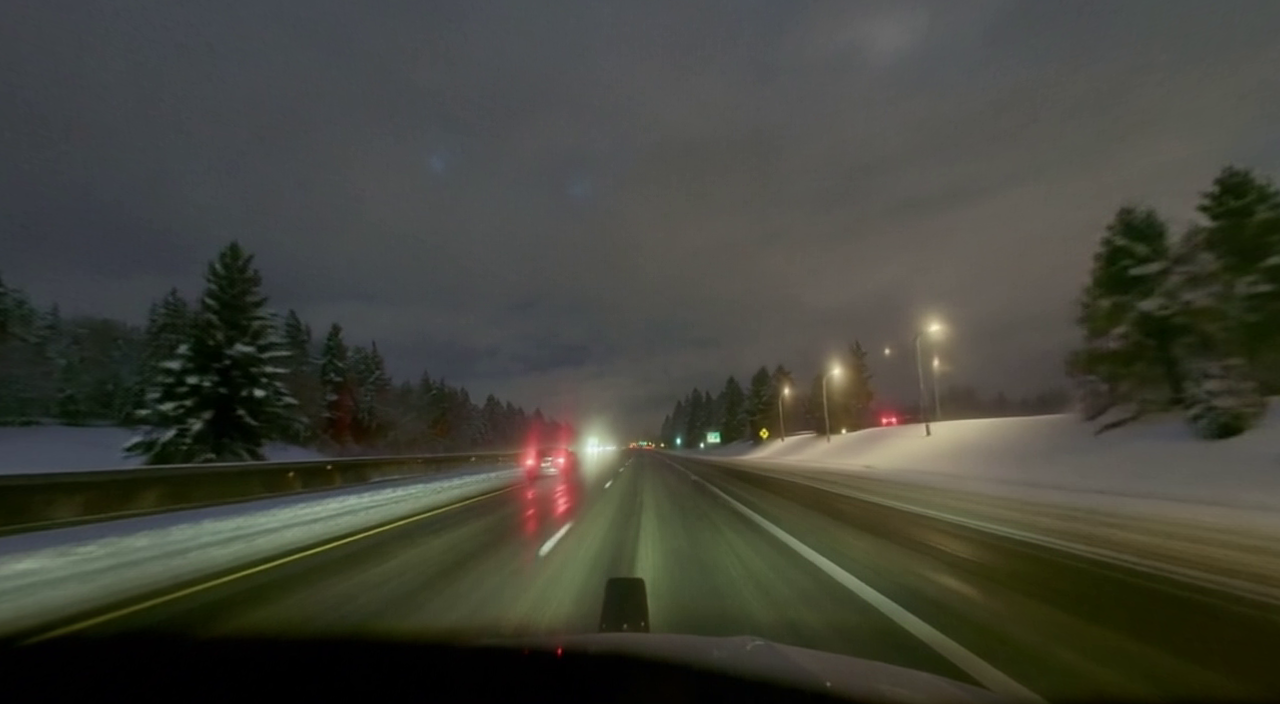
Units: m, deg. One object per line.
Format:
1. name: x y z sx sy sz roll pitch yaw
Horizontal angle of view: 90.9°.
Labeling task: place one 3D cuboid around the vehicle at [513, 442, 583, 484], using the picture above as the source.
1. vehicle: -3.553 4.381 25.305 2.021 1.526 4.385 0 -8 2

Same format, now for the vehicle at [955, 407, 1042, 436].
1. vehicle: 21.872 4.322 38.687 4.449 1.608 1.973 -4 -10 27

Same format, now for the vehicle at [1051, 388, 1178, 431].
1. vehicle: 21.898 2.722 29.323 4.214 1.476 1.936 -7 -14 24
